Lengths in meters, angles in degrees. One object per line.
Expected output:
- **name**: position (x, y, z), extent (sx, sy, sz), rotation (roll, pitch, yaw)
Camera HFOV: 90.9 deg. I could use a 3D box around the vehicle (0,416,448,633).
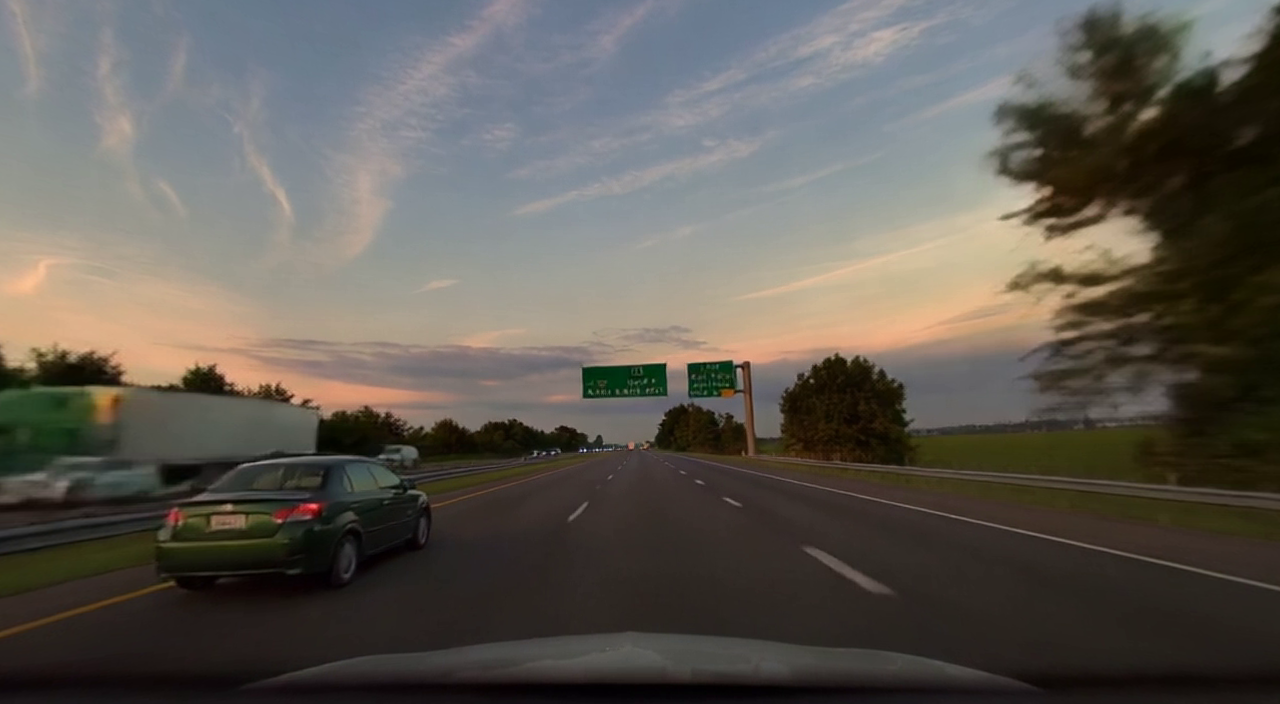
- **vehicle**: position (-3.535, 1.522, 6.484), extent (1.815, 1.500, 4.036), rotation (0, -9, 0)
